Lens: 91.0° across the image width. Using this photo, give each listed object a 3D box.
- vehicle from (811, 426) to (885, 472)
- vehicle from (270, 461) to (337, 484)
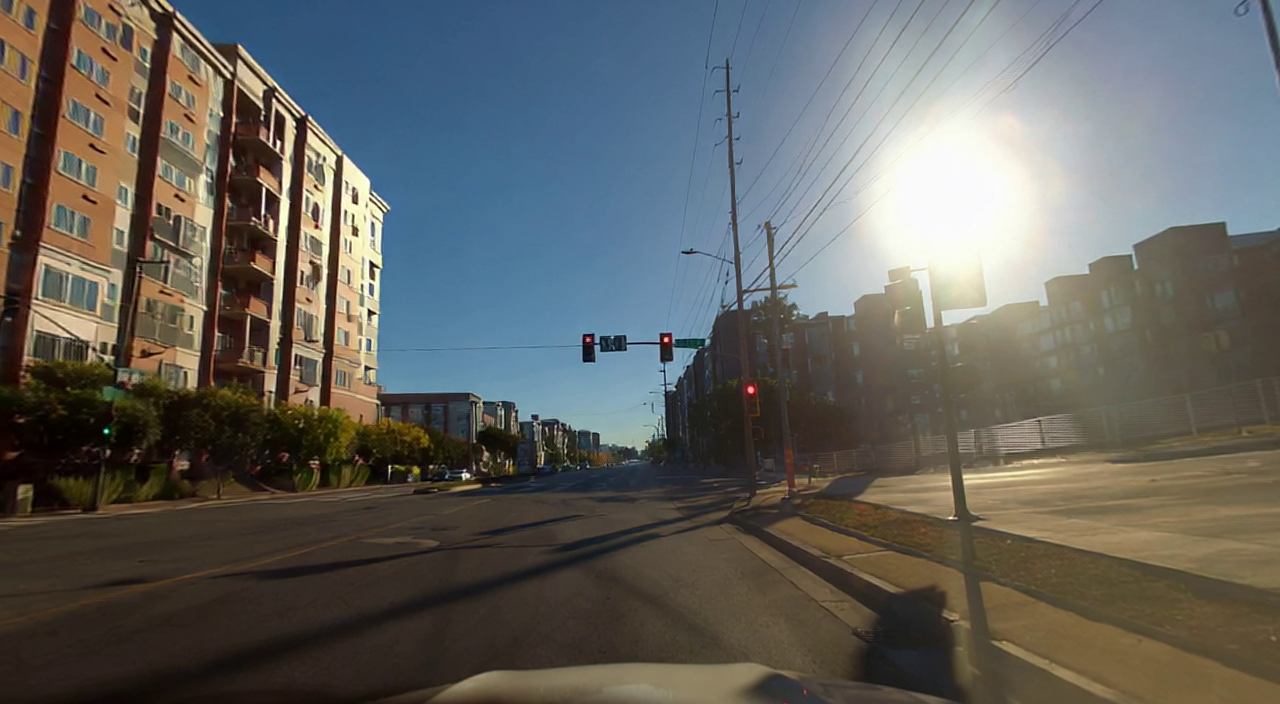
[{"bbox_3d":[15.115,7.134,46.343,2.948,3.071,7.295,0,-9,1],"label":"vehicle"},{"bbox_3d":[-24.668,8.817,46.284,3.882,1.600,1.768,0,-9,2],"label":"vehicle"}]
